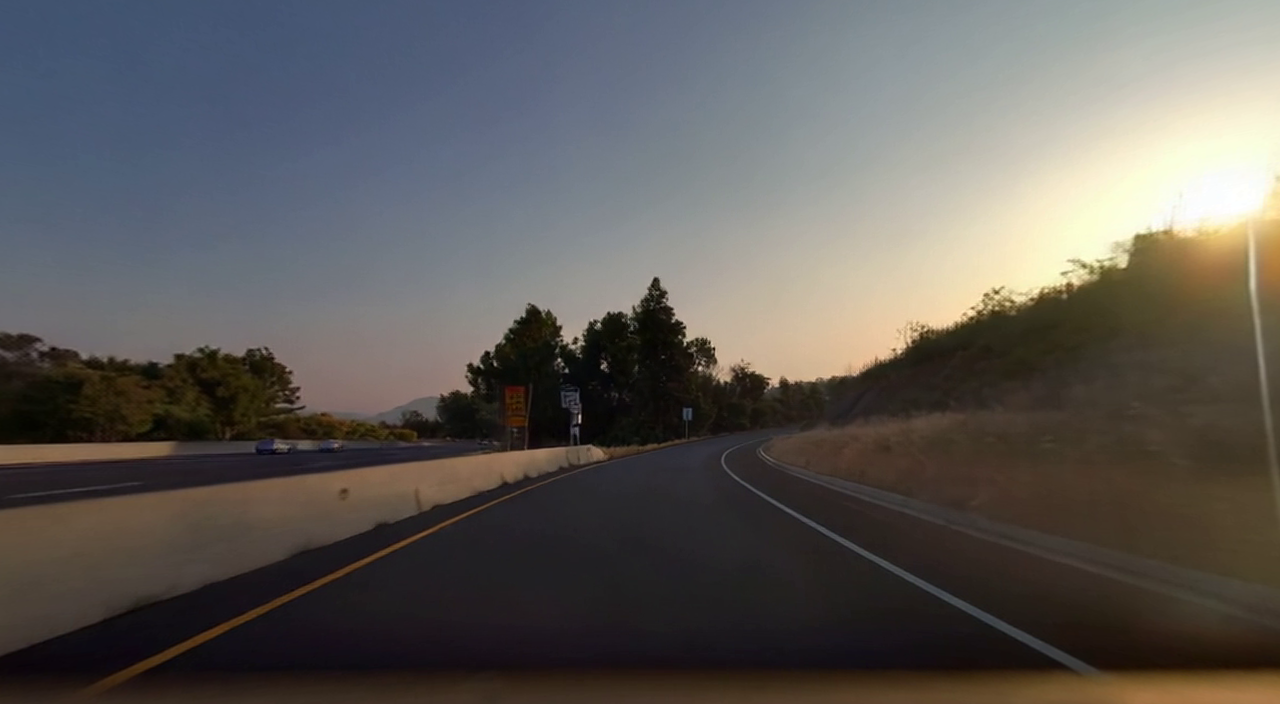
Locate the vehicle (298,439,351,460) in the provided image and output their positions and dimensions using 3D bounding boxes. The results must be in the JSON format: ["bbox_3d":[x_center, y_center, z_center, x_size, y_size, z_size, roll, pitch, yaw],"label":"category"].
[{"bbox_3d":[-23.864,7.365,47.732,1.880,1.509,4.775,0,-8,-5],"label":"vehicle"}]

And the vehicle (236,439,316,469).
[{"bbox_3d":[-18.567,5.186,32.284,1.895,1.451,4.168,0,-8,-5],"label":"vehicle"}]
